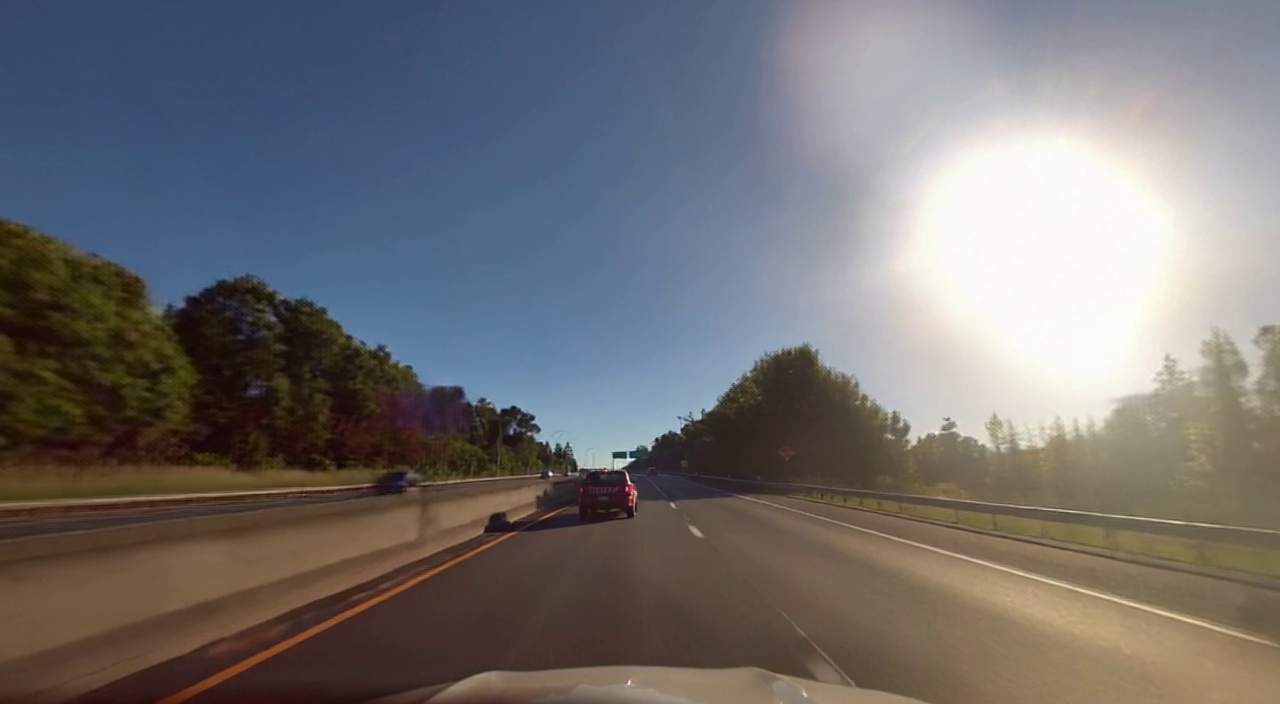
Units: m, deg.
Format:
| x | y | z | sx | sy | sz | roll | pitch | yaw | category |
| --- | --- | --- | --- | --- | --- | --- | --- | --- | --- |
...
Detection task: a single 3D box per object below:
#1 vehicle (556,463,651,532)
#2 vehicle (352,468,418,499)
| x | y | z | sx | sy | sz | roll | pitch | yaw | category |
| --- | --- | --- | --- | --- | --- | --- | --- | --- | --- |
| -0.834 | 3.767 | 16.887 | 2.135 | 1.506 | 5.041 | 1 | -10 | 0 | vehicle |
| -13.758 | 7.095 | 34.296 | 1.907 | 1.511 | 4.104 | -2 | -10 | 0 | vehicle |
